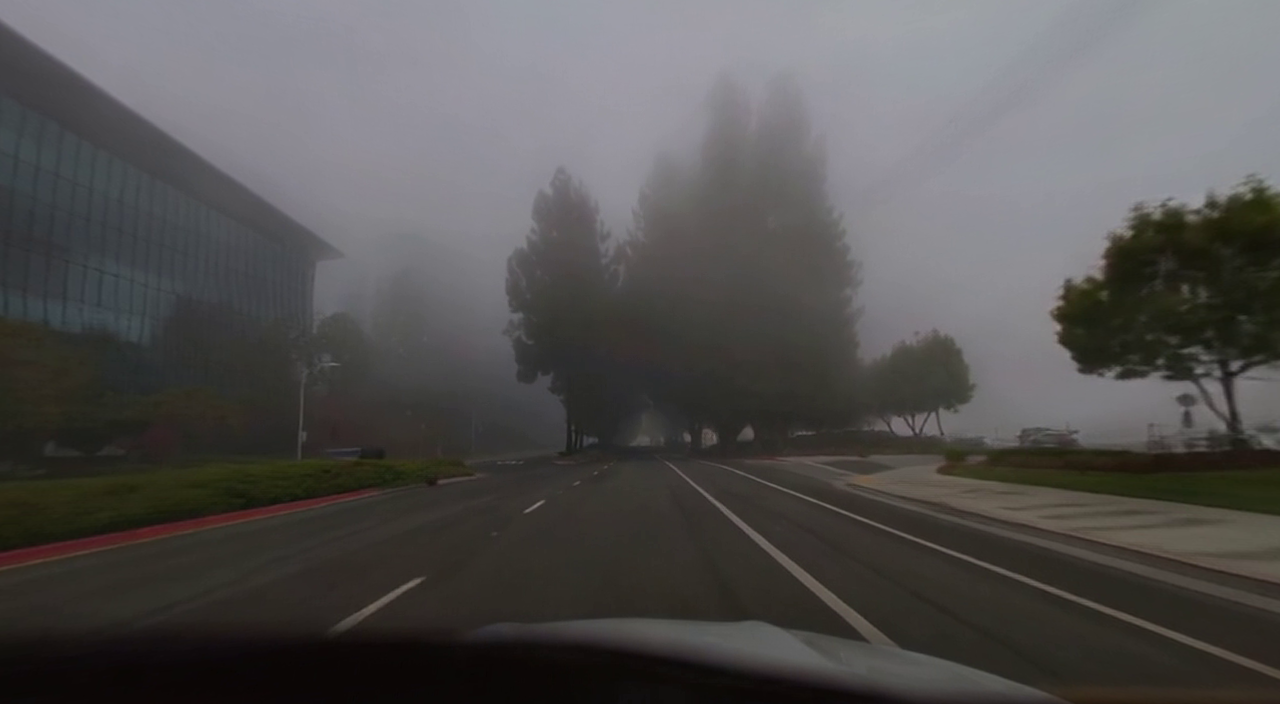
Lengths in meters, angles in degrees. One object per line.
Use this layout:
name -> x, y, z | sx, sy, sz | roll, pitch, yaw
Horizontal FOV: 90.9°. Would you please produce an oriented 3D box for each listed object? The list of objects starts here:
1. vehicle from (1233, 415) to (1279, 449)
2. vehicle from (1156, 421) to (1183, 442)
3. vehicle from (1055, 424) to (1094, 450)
vehicle -> 33.676, 4.358, 34.061 | 1.940, 1.727, 4.262 | -7, -11, 39
vehicle -> 41.824, 6.252, 49.743 | 1.545, 1.512, 3.318 | -3, -6, 41
vehicle -> 32.380, 6.363, 46.876 | 1.856, 1.730, 4.156 | -9, -13, 38
